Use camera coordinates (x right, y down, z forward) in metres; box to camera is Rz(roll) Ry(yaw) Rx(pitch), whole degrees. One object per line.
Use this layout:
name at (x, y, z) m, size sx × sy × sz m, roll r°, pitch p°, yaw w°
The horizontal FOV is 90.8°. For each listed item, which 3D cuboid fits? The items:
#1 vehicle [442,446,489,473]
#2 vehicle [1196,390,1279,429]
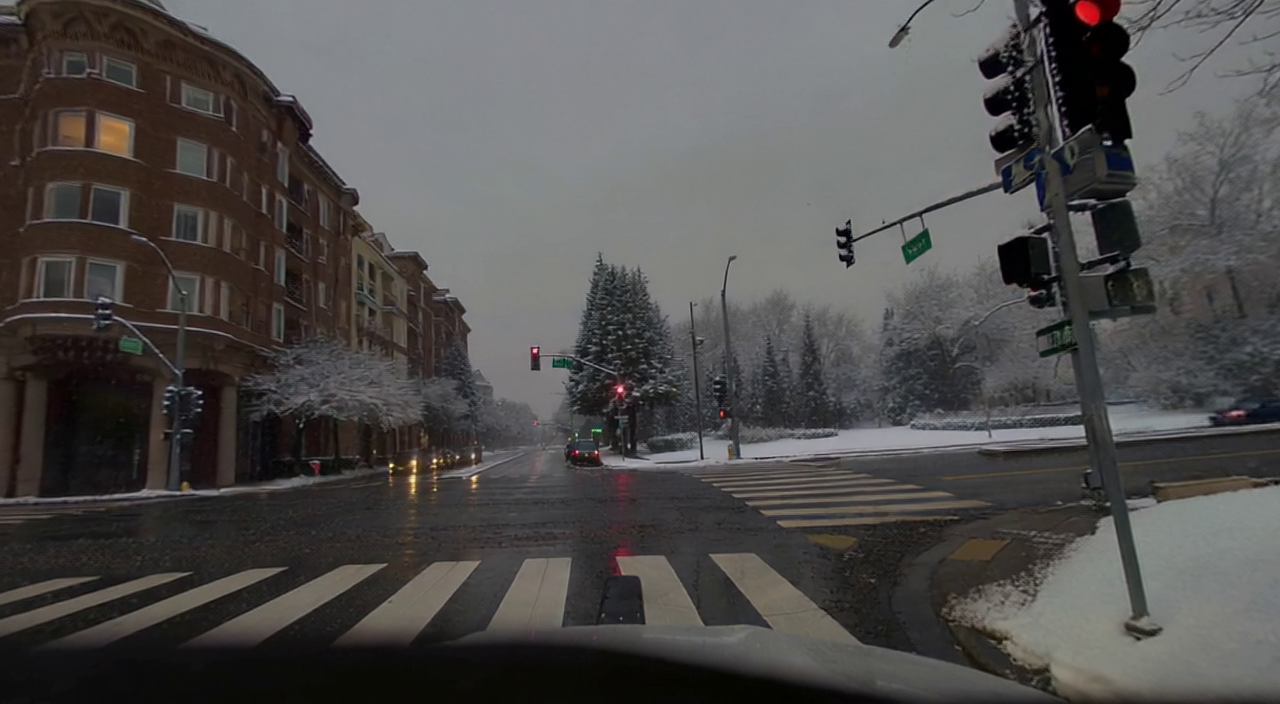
vehicle at (-10.447, 6.468, 38.162) m, size 2.196 × 1.503 × 4.371 m, roll 1°, pitch -9°, yaw -8°
vehicle at (28.460, 2.695, 28.982) m, size 4.626 × 1.636 × 2.004 m, roll 2°, pitch -9°, yaw -14°
